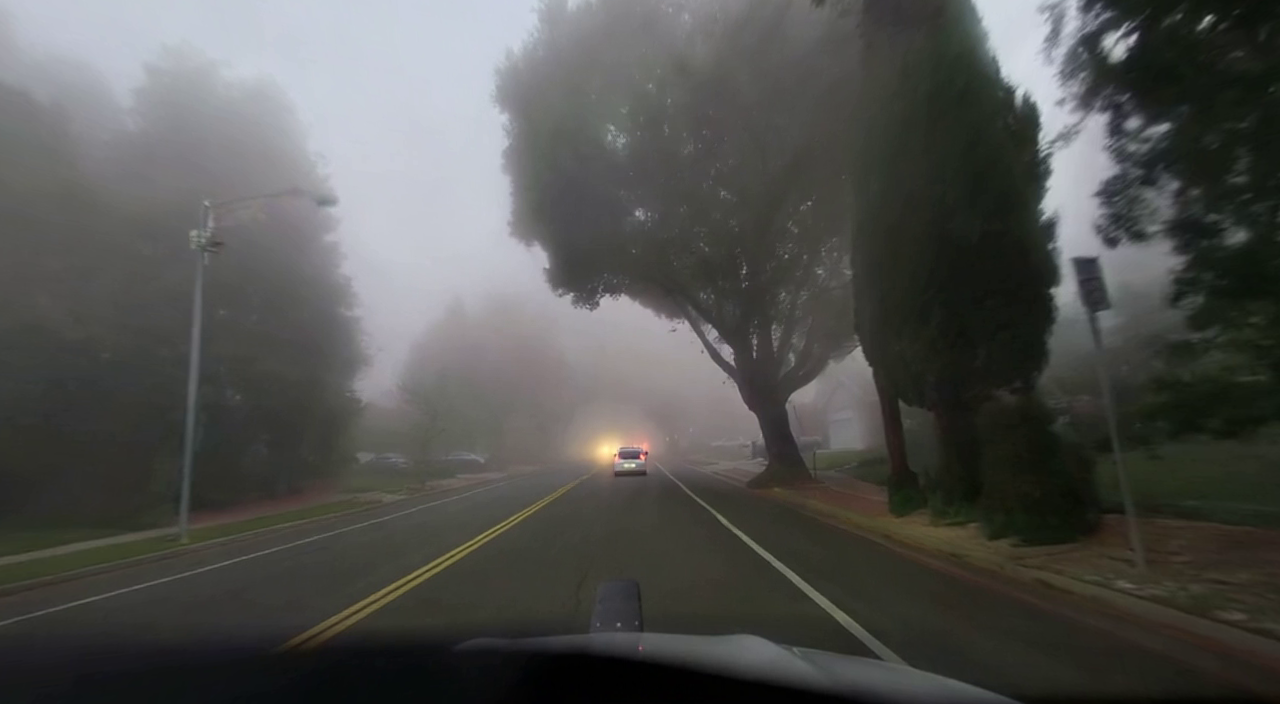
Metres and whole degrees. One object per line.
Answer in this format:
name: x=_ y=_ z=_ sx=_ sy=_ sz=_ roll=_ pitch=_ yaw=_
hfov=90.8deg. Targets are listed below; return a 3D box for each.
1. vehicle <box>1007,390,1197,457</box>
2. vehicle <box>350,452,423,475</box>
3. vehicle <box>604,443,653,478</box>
vehicle: x=16.973 y=2.688 z=23.429 sx=5.269 sy=1.813 sz=2.063 roll=-6 pitch=-9 yaw=-1
vehicle: x=-17.109 y=7.483 z=42.638 sx=4.608 sy=1.481 sz=1.890 roll=-4 pitch=-10 yaw=26
vehicle: x=-0.504 y=4.941 z=28.963 sx=2.098 sy=1.483 sz=4.099 roll=0 pitch=-9 yaw=0
